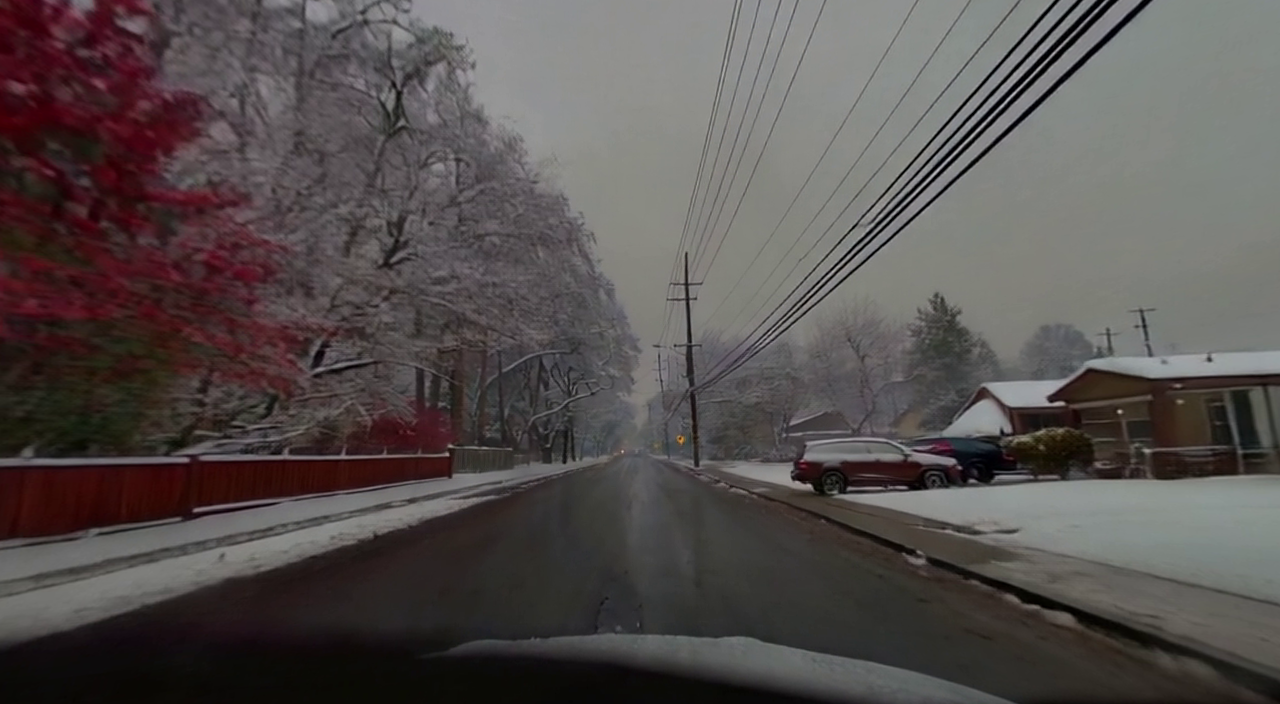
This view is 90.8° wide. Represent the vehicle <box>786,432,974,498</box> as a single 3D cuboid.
[{"bbox_3d":[7.050,3.389,19.054,4.806,1.851,2.050,0,-9,2],"label":"vehicle"}]
